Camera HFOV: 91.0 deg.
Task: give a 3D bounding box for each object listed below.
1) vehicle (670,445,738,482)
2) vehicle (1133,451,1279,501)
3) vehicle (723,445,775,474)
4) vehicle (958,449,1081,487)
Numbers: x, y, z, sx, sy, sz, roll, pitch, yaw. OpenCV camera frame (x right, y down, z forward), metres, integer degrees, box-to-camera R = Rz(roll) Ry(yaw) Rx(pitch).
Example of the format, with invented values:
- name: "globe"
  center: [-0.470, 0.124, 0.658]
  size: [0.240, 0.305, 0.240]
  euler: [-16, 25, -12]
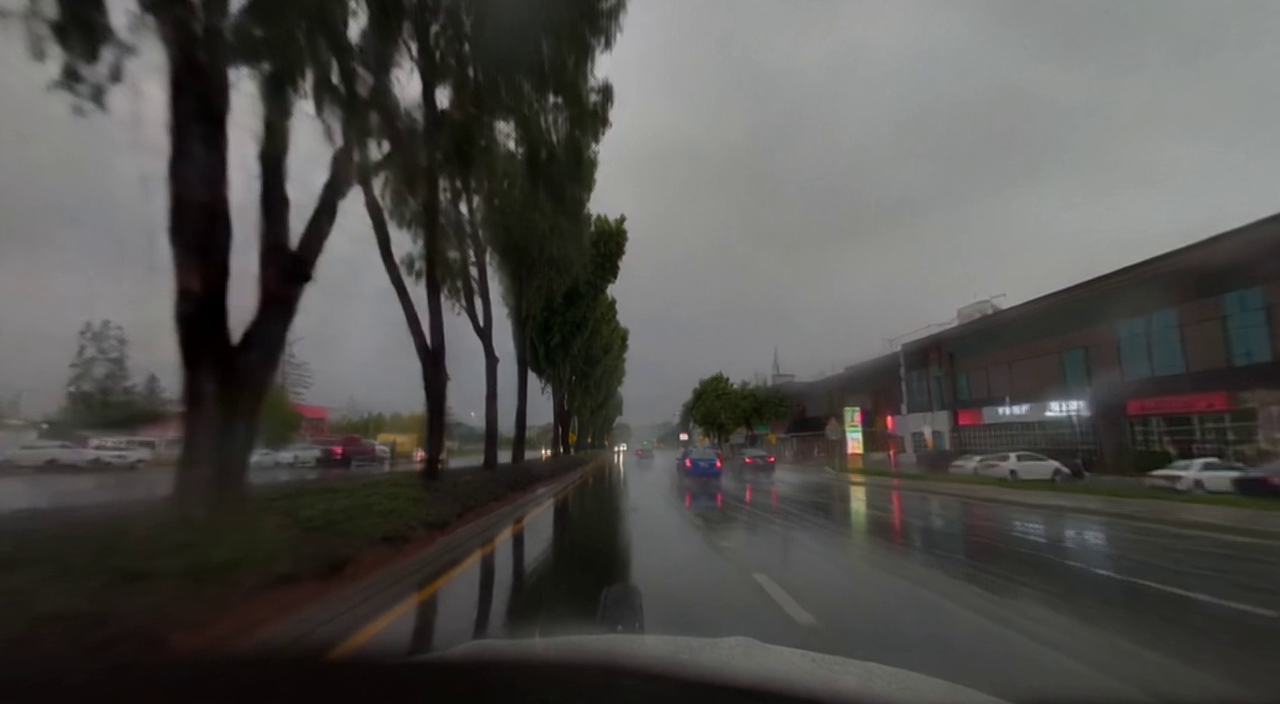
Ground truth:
- name: "vehicle"
  center: [2.628, 4.737, 27.114]
  size: [2.256, 1.451, 4.313]
  euler: [1, -9, -3]
- name: "vehicle"
  center: [18.651, 3.889, 20.015]
  size: [4.727, 1.433, 2.088]
  euler: [2, -9, -13]
- name: "vehicle"
  center: [5.947, 5.914, 34.890]
  size: [1.886, 1.528, 4.169]
  euler: [1, -9, -4]
- name: "vehicle"
  center: [16.511, 5.011, 27.443]
  size: [4.486, 1.532, 1.939]
  euler: [3, -9, -15]
